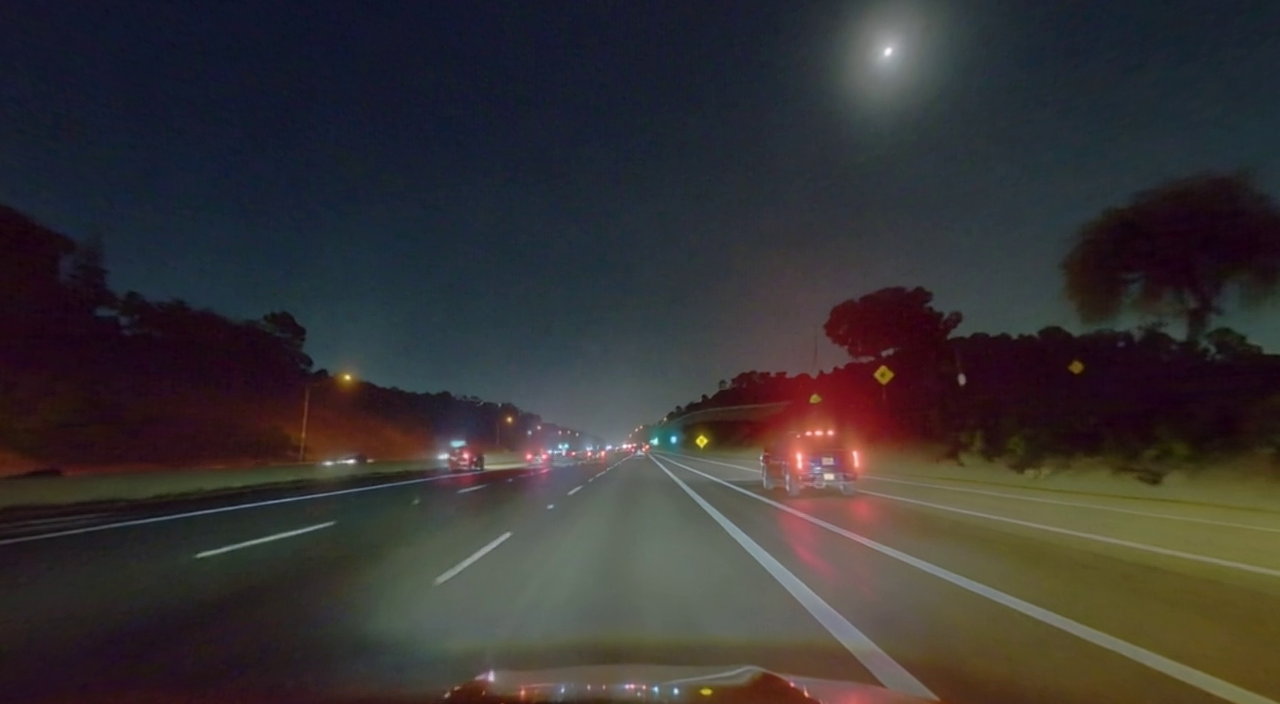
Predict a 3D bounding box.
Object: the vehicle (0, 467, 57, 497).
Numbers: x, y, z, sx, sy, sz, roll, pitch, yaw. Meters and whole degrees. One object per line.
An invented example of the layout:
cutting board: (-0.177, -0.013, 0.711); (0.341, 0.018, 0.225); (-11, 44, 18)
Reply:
vehicle: (-35.229, 7.207, 35.025); (1.766, 1.465, 4.019); (0, -9, -1)

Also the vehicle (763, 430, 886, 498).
vehicle: (5.458, 3.396, 19.479); (2.259, 1.816, 4.862); (0, -9, -1)

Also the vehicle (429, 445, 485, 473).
vehicle: (-11.478, 6.714, 39.807); (2.107, 1.628, 4.446); (0, -9, 0)

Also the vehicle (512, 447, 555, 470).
vehicle: (-7.382, 7.430, 44.106); (2.071, 1.486, 4.703); (0, -9, 1)
